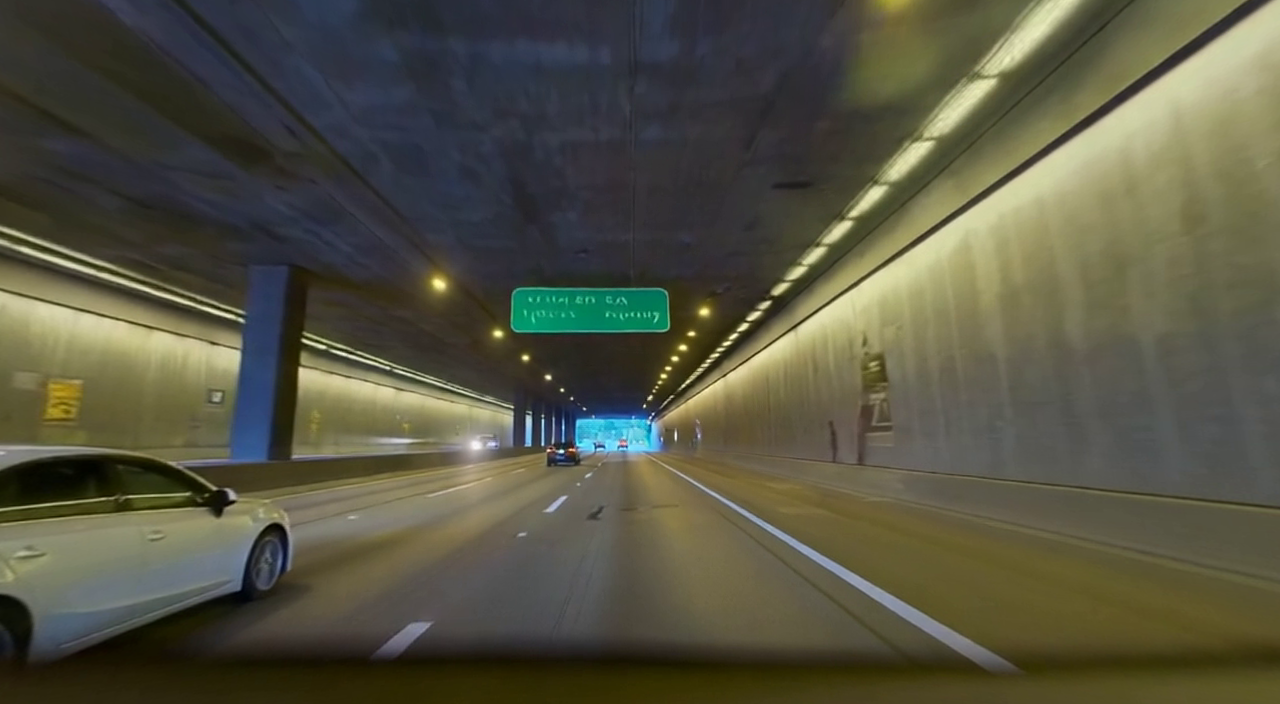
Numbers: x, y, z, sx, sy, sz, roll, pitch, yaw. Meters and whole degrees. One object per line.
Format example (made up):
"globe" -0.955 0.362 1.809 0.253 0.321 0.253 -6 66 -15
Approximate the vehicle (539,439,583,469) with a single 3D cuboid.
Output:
"vehicle" -4.272 5.585 34.753 1.973 1.474 4.199 -1 -8 -1

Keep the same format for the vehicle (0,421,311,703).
"vehicle" -3.955 1.144 3.570 1.885 1.424 4.230 -1 -8 0
